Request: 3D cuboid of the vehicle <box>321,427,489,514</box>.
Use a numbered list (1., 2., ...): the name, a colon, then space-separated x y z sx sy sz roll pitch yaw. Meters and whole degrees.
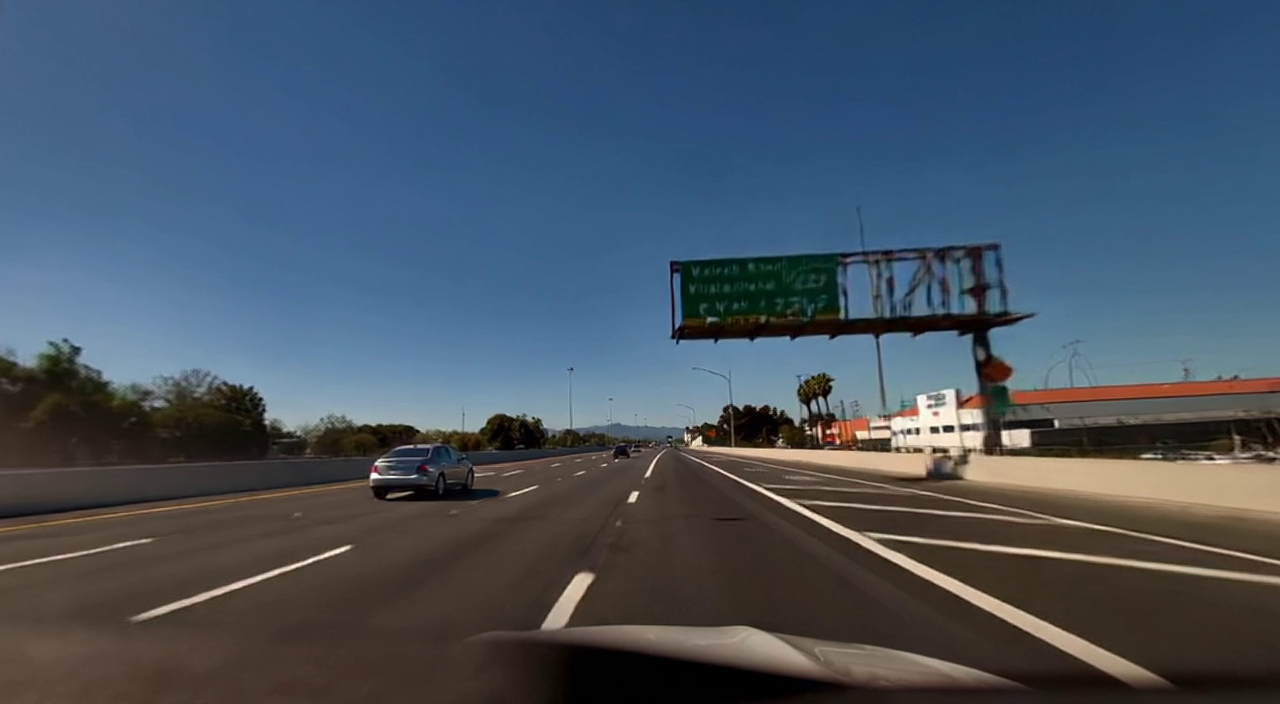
1. vehicle: -5.511 2.846 15.643 2.145 1.793 4.762 -1 -8 3
